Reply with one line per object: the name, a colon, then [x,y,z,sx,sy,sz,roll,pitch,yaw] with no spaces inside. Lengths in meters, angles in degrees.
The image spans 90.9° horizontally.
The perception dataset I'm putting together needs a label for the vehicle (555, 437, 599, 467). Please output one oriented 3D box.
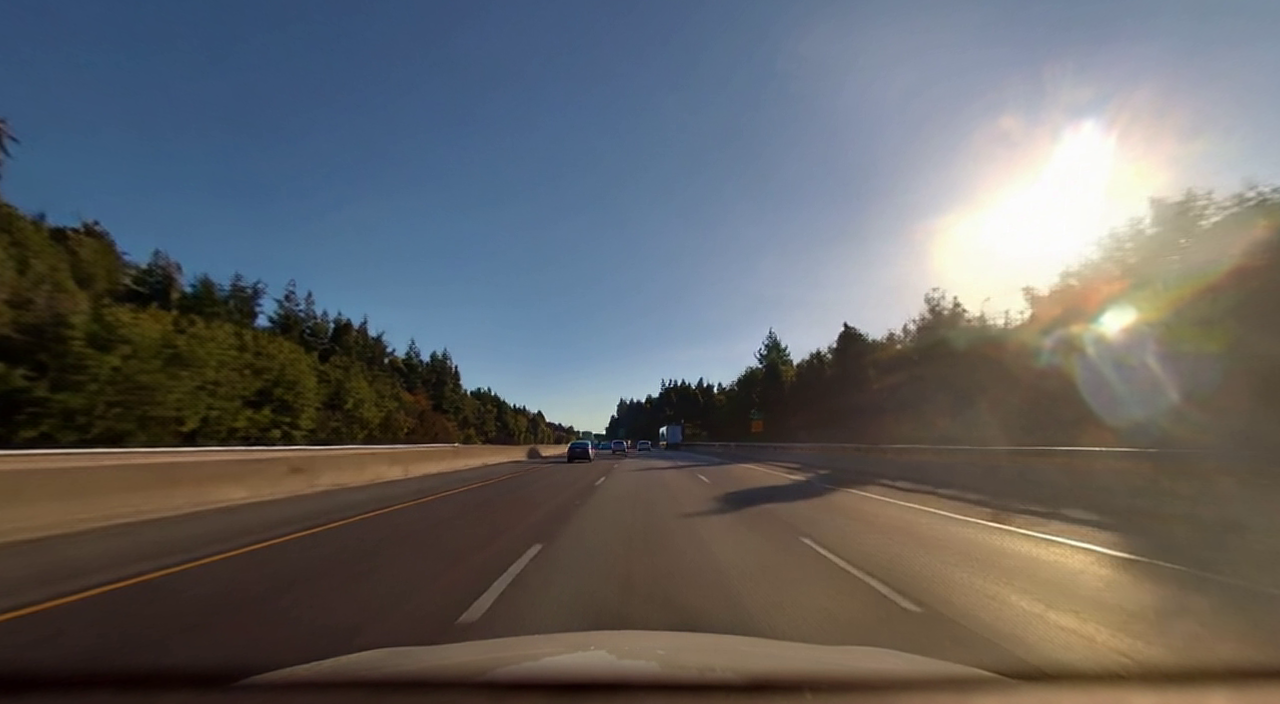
vehicle: [-3.382,5.475,34.676,2.025,1.571,3.662,0,-9,0]
